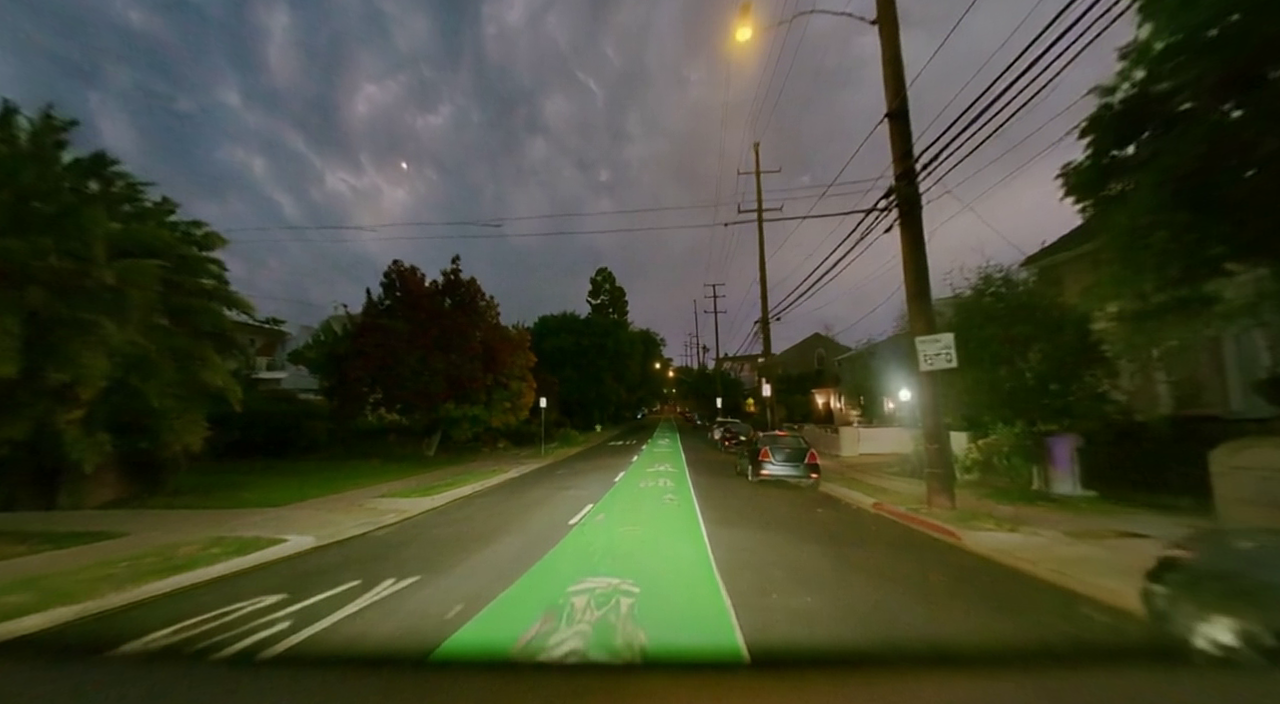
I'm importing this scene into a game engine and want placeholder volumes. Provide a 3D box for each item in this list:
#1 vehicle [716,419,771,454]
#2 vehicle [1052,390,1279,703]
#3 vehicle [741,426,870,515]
[{"bbox_3d":[4.833,4.050,29.980,1.981,1.512,4.144,0,-9,1],"label":"vehicle"},{"bbox_3d":[3.481,0.866,1.606,1.909,1.694,4.472,0,-9,2],"label":"vehicle"},{"bbox_3d":[3.349,2.466,13.635,2.235,1.500,4.496,0,-9,10],"label":"vehicle"}]
